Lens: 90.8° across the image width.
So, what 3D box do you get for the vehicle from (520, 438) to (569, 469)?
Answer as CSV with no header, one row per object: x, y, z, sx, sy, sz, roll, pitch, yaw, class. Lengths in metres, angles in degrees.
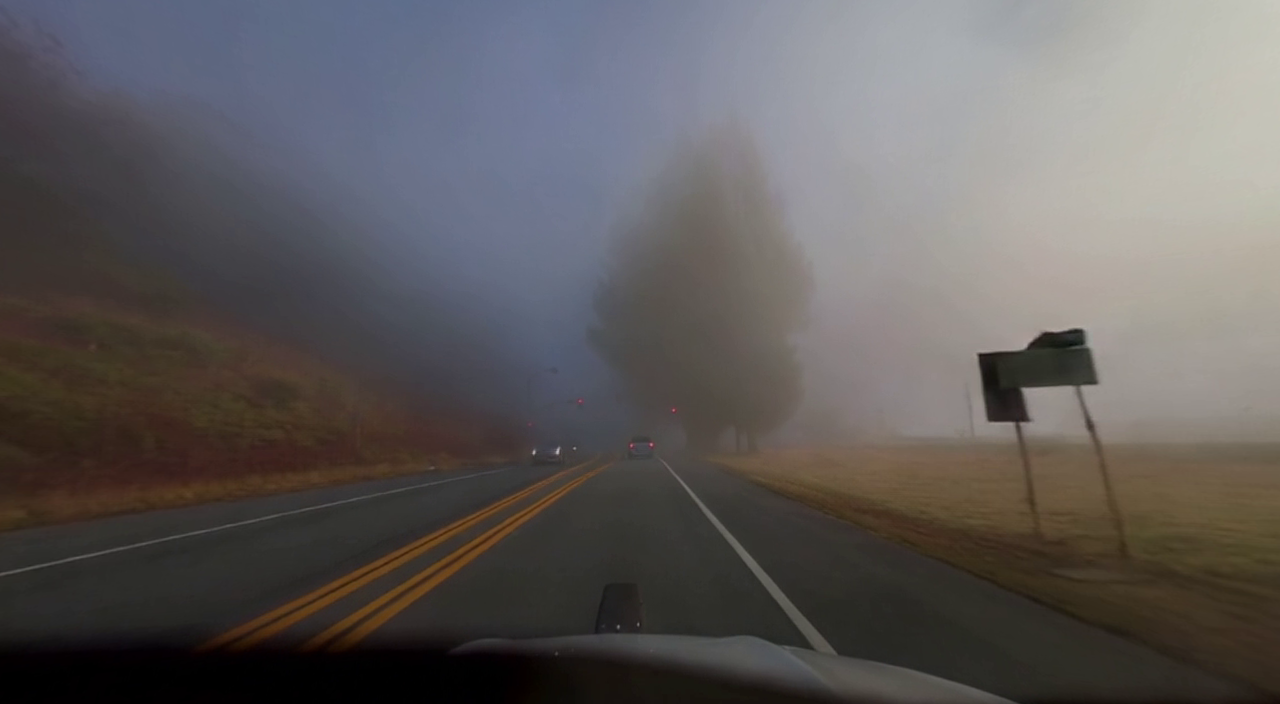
-5.703,6.129,38.405,2.347,1.720,4.687,-1,-8,-1,vehicle
